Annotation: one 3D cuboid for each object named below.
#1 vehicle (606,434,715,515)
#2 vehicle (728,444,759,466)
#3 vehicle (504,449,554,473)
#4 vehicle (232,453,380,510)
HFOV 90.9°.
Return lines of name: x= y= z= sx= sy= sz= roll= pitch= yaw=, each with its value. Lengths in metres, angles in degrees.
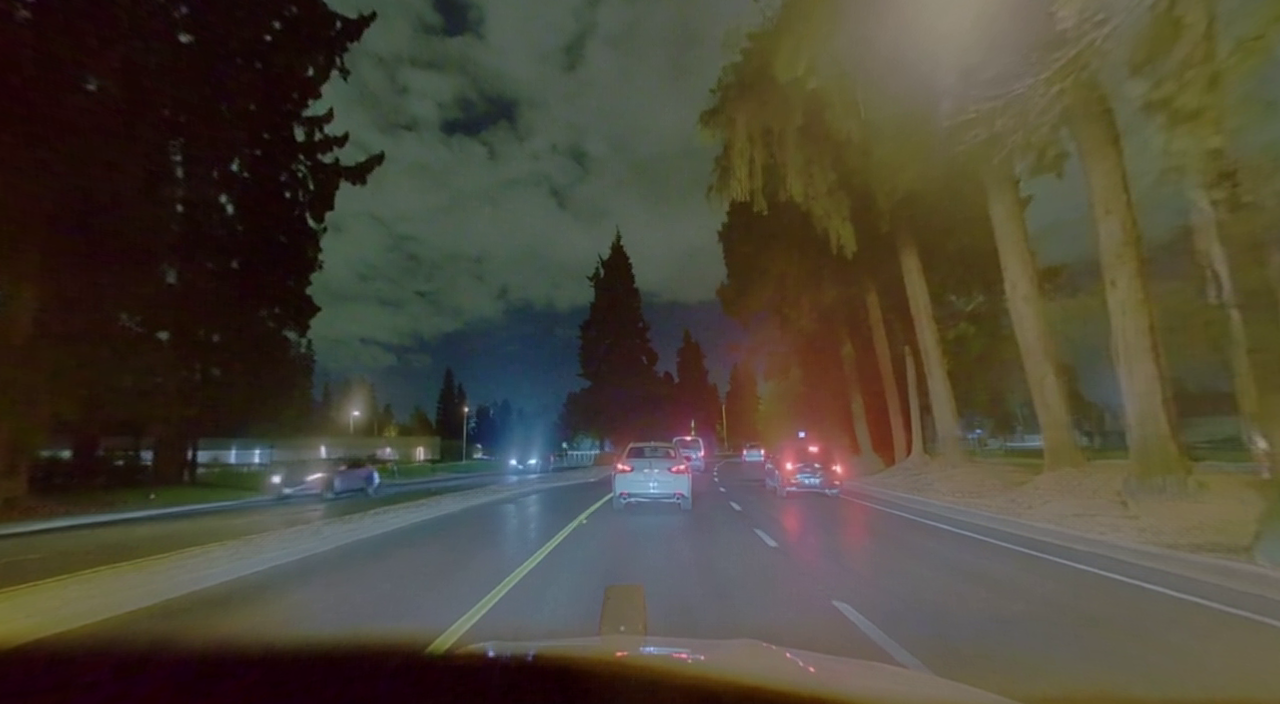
vehicle: x=0.560 y=2.723 z=14.565 sx=2.154 sy=1.585 sz=3.997 roll=-1 pitch=-8 yaw=5
vehicle: x=7.345 y=7.317 z=45.088 sx=1.984 sy=1.507 sz=4.359 roll=-2 pitch=-8 yaw=7
vehicle: x=-7.686 y=7.569 z=44.166 sx=2.027 sy=1.511 sz=4.711 roll=-2 pitch=-8 yaw=9
vehicle: x=-10.094 y=3.904 z=19.545 sx=1.909 sy=1.468 sz=4.597 roll=-1 pitch=-8 yaw=3
